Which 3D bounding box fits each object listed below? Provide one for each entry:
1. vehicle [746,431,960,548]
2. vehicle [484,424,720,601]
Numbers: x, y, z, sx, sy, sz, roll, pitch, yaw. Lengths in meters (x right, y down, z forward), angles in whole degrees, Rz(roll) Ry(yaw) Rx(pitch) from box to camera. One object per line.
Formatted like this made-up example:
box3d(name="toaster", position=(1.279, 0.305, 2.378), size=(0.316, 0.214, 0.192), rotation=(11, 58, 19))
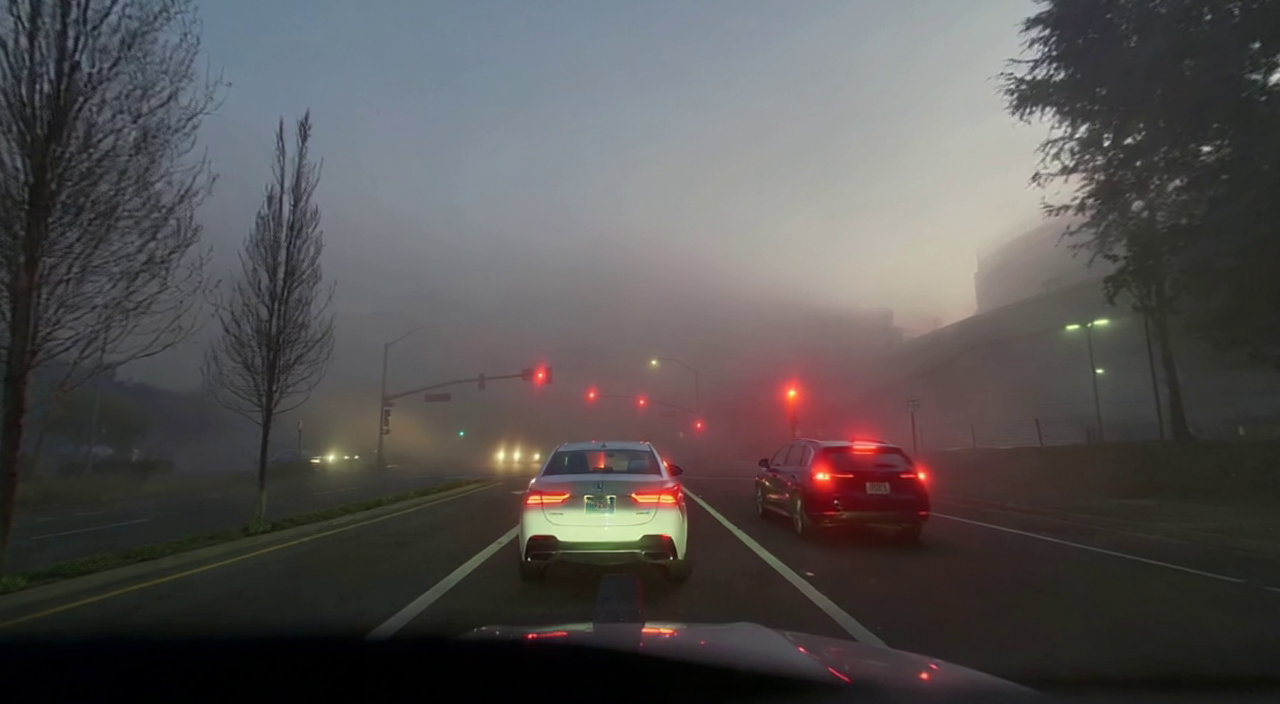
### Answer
box3d(name="vehicle", position=(3.116, 2.100, 10.340), size=(1.910, 1.474, 4.263), rotation=(0, -9, -2))
box3d(name="vehicle", position=(-0.351, 1.639, 7.237), size=(2.006, 1.487, 3.535), rotation=(0, -9, -1))
